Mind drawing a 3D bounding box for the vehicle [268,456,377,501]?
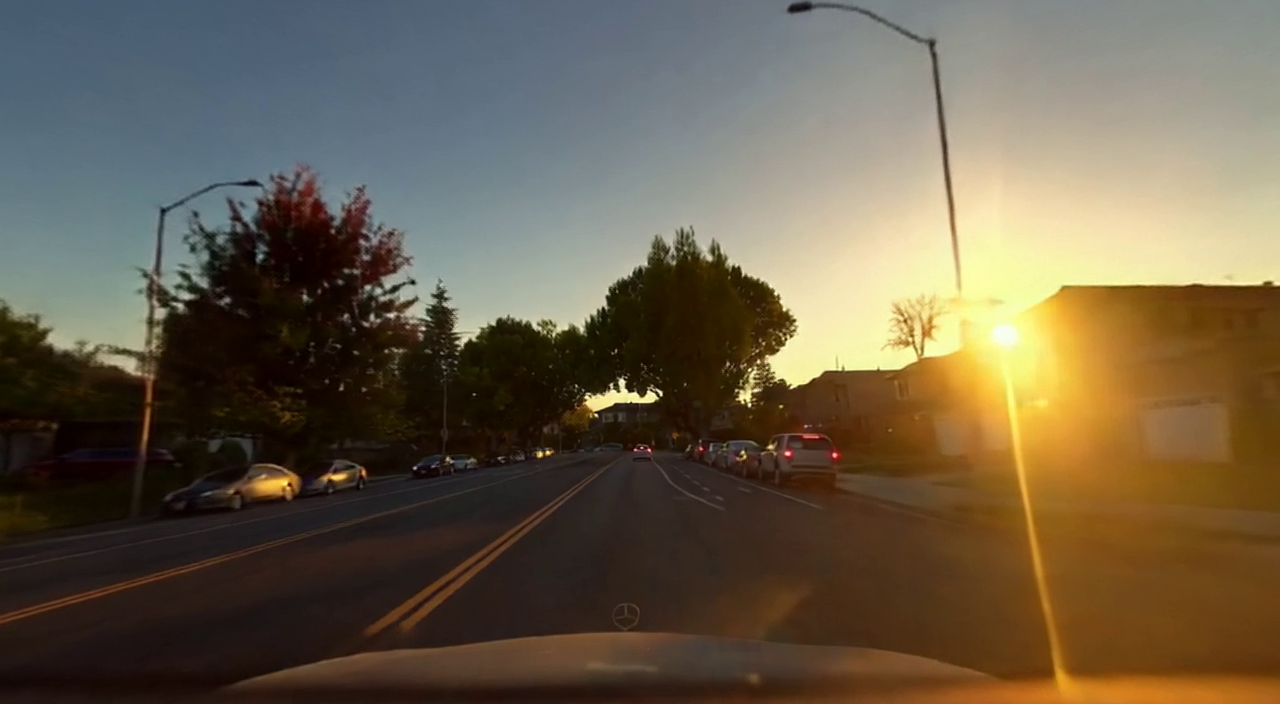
[{"bbox_3d":[-12.690,5.053,25.658,1.880,1.523,4.833,0,-9,1],"label":"vehicle"}]

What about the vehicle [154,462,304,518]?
[{"bbox_3d":[-12.776,4.279,20.043,1.834,1.467,4.357,0,-9,-1],"label":"vehicle"}]

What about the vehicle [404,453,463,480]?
[{"bbox_3d":[-12.803,7.122,39.518,1.969,1.490,4.675,0,-9,1],"label":"vehicle"}]

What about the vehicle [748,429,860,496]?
[{"bbox_3d":[4.869,3.374,19.677,2.022,1.799,5.105,0,-9,-1],"label":"vehicle"}]

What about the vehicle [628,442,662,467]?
[{"bbox_3d":[0.261,6.379,39.571,2.022,1.471,3.973,0,-9,-1],"label":"vehicle"}]
